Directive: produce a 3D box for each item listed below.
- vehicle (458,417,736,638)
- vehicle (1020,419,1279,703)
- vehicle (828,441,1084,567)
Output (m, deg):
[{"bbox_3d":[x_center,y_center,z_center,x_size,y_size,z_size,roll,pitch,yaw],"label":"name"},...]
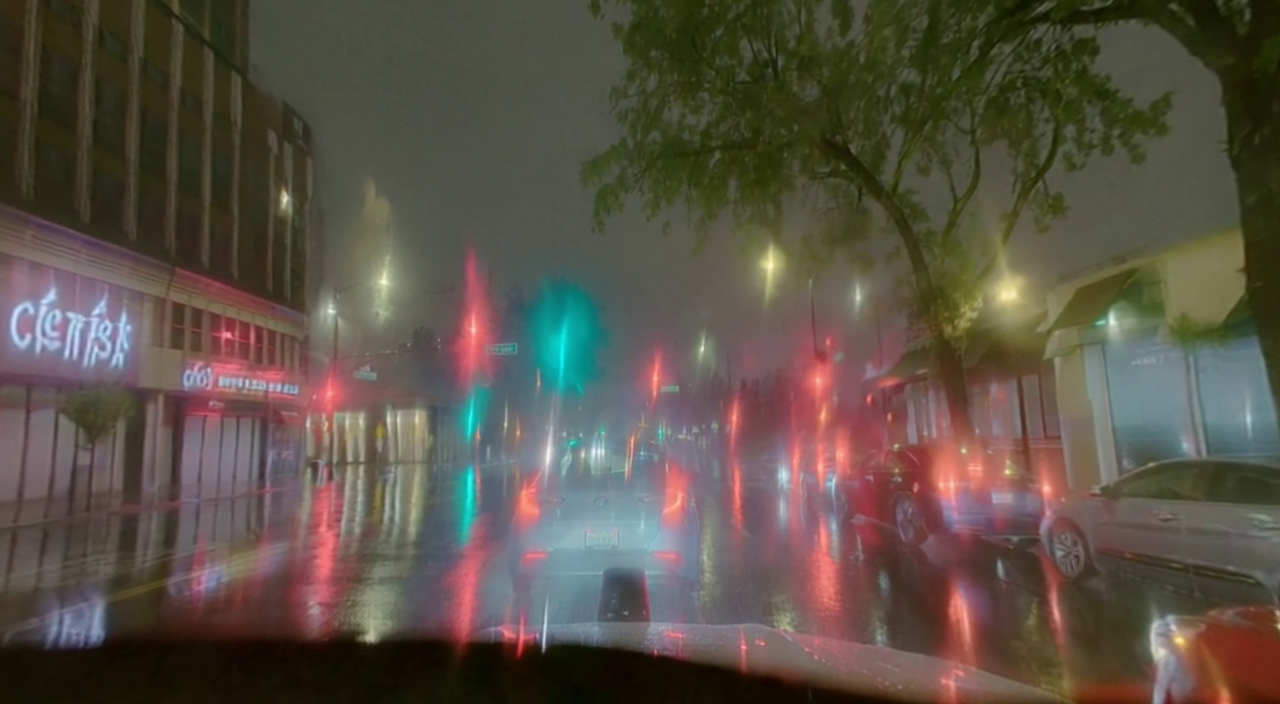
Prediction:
[{"bbox_3d":[-0.284,1.469,6.212,1.888,1.489,3.703,0,-8,0],"label":"vehicle"},{"bbox_3d":[3.177,0.818,1.097,2.006,1.496,4.767,0,-9,-1],"label":"vehicle"},{"bbox_3d":[4.534,2.187,10.028,1.912,1.505,4.618,-1,-8,3],"label":"vehicle"}]
